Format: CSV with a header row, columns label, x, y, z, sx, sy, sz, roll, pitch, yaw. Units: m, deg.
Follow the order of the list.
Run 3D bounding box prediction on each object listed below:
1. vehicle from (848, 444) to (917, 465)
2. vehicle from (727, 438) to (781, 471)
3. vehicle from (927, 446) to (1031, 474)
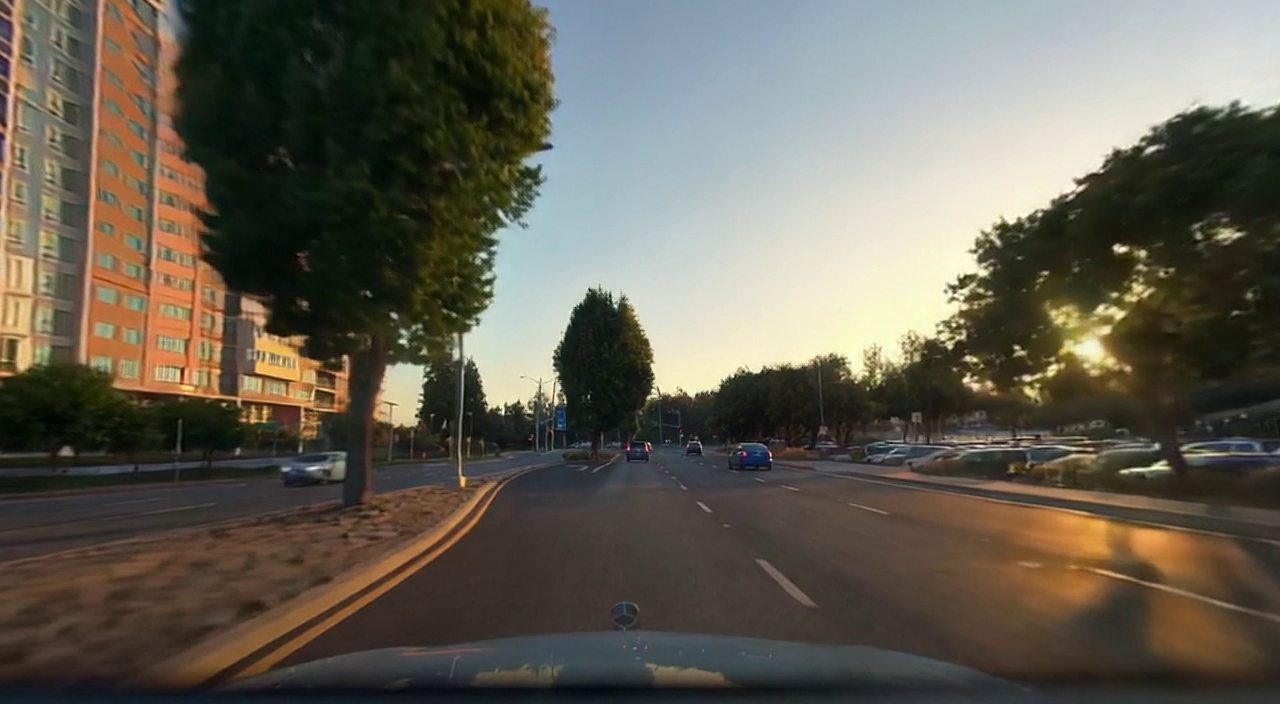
label,x,y,z,sx,sy,sz,roll,pitch,yaw
vehicle,18.997,8.031,49.423,4.644,1.552,1.980,0,-9,2
vehicle,6.525,5.948,36.698,2.136,1.799,4.796,0,-9,-2
vehicle,19.058,6.073,35.487,4.683,1.462,1.995,0,-9,0
